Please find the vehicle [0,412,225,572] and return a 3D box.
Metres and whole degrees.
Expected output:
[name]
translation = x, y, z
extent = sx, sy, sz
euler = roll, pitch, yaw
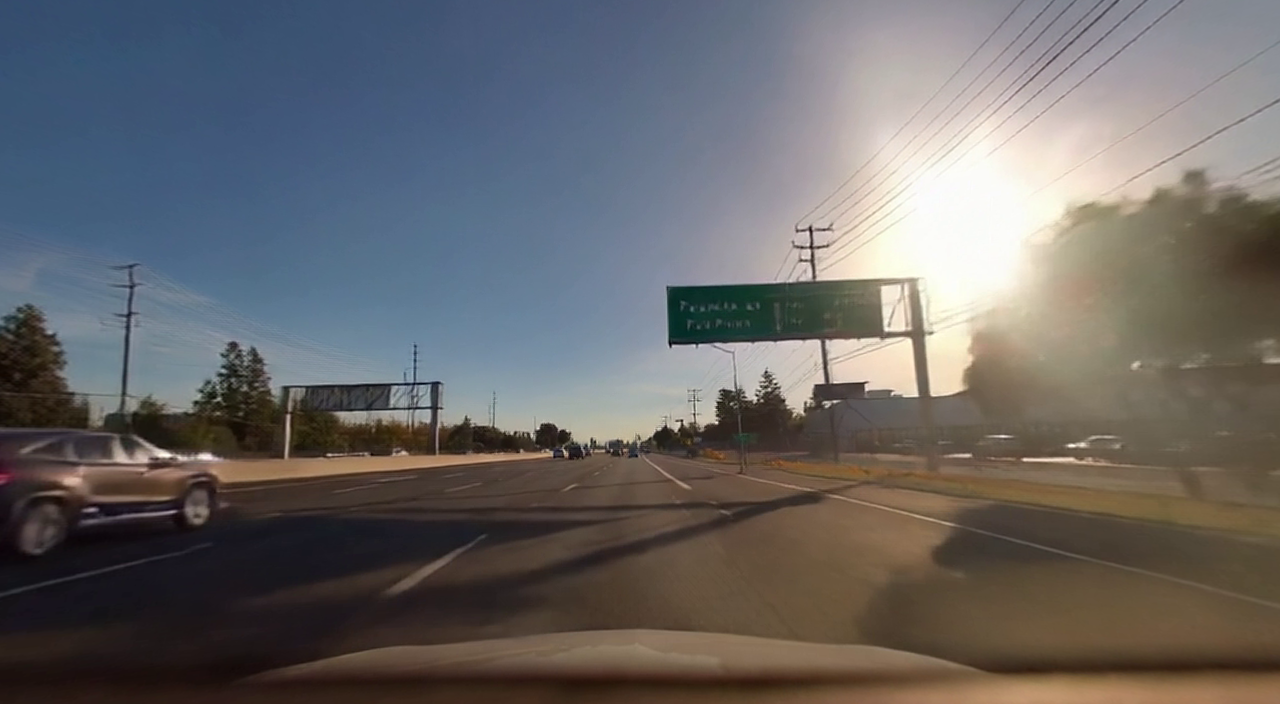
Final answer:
[vehicle]
translation = -7.615, 1.573, 7.558
extent = 2.140, 1.626, 4.457
euler = 0, -8, 2
